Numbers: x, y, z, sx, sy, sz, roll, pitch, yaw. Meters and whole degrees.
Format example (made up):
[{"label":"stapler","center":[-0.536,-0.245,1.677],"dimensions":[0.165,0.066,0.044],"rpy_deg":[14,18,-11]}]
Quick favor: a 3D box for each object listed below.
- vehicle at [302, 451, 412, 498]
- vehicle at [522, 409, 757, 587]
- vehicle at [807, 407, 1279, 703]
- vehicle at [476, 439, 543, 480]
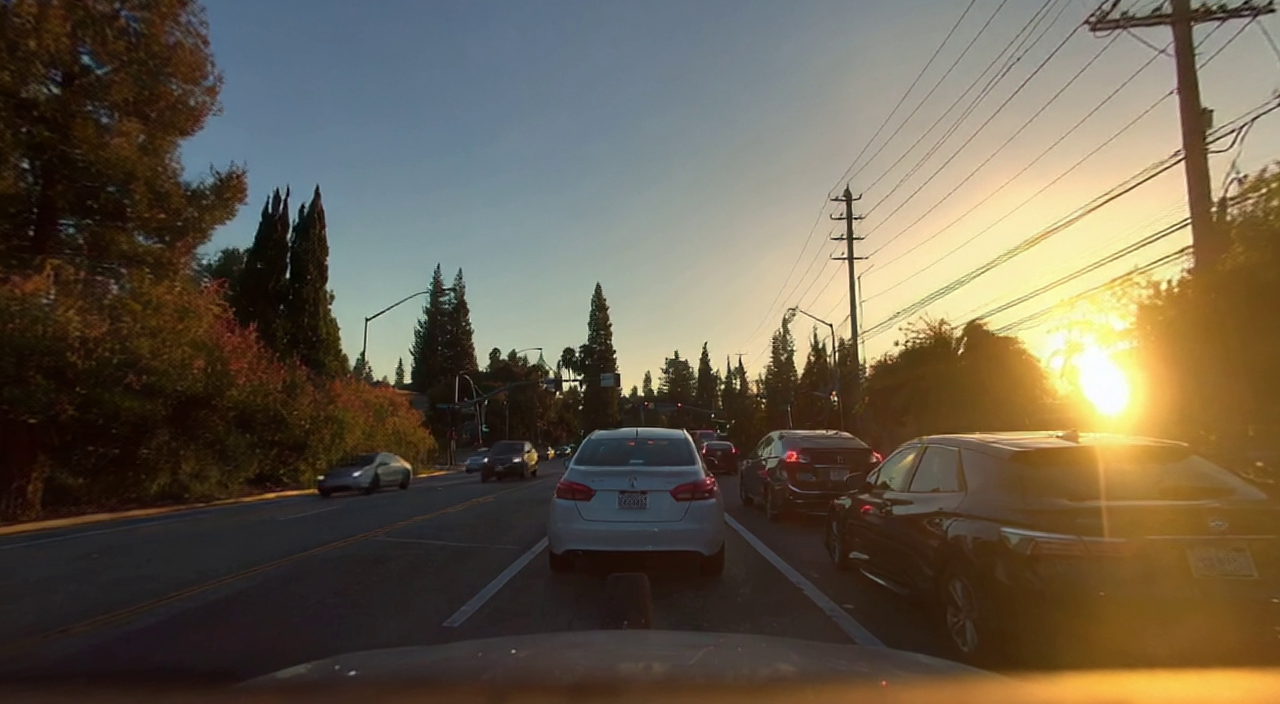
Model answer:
[{"label":"vehicle","center":[-9.920,4.287,22.485],"dimensions":[1.921,1.471,4.137],"rpy_deg":[0,-8,1]},{"label":"vehicle","center":[0.002,1.680,8.057],"dimensions":[2.200,1.653,4.127],"rpy_deg":[0,-8,0]},{"label":"vehicle","center":[2.885,1.309,4.992],"dimensions":[1.950,1.487,4.275],"rpy_deg":[0,-8,0]},{"label":"vehicle","center":[-5.999,4.981,29.603],"dimensions":[2.068,1.739,4.572],"rpy_deg":[-1,-8,2]}]
